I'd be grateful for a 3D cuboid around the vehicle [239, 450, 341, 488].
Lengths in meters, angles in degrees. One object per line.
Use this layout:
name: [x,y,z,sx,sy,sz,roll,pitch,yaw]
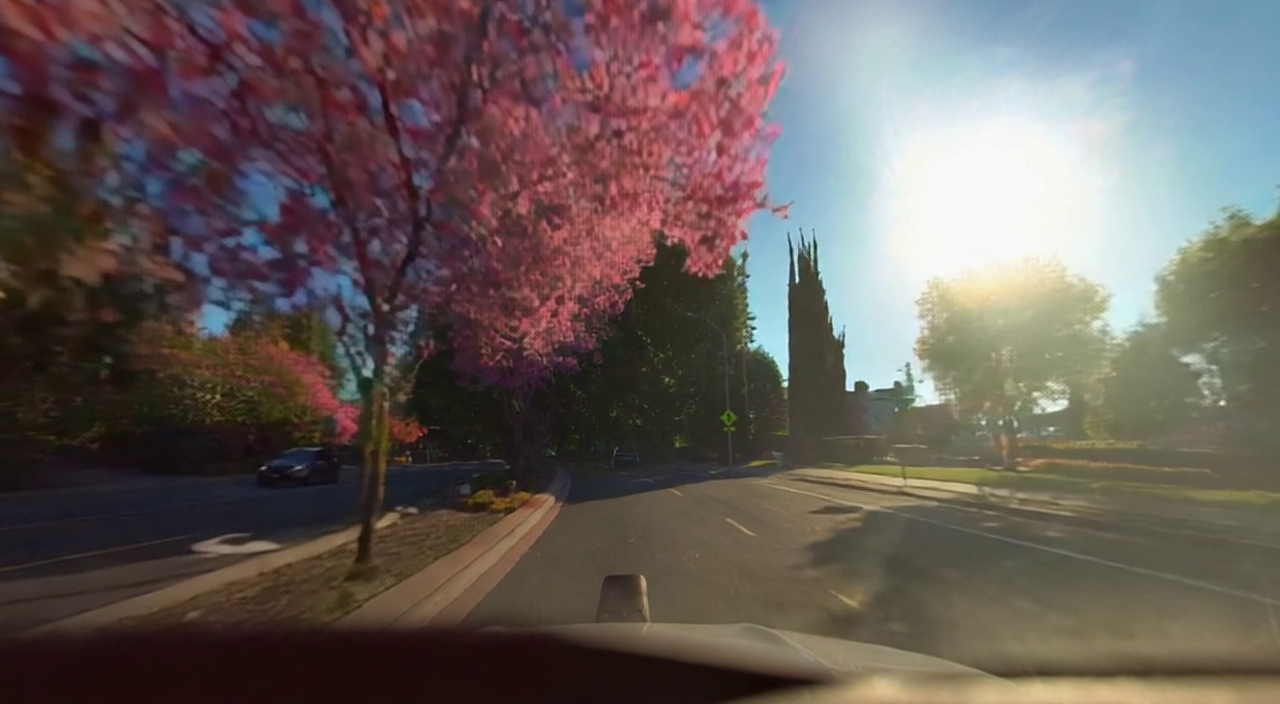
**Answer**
vehicle: [-15.230,5.091,27.685,2.046,1.523,4.802,1,-9,-4]
